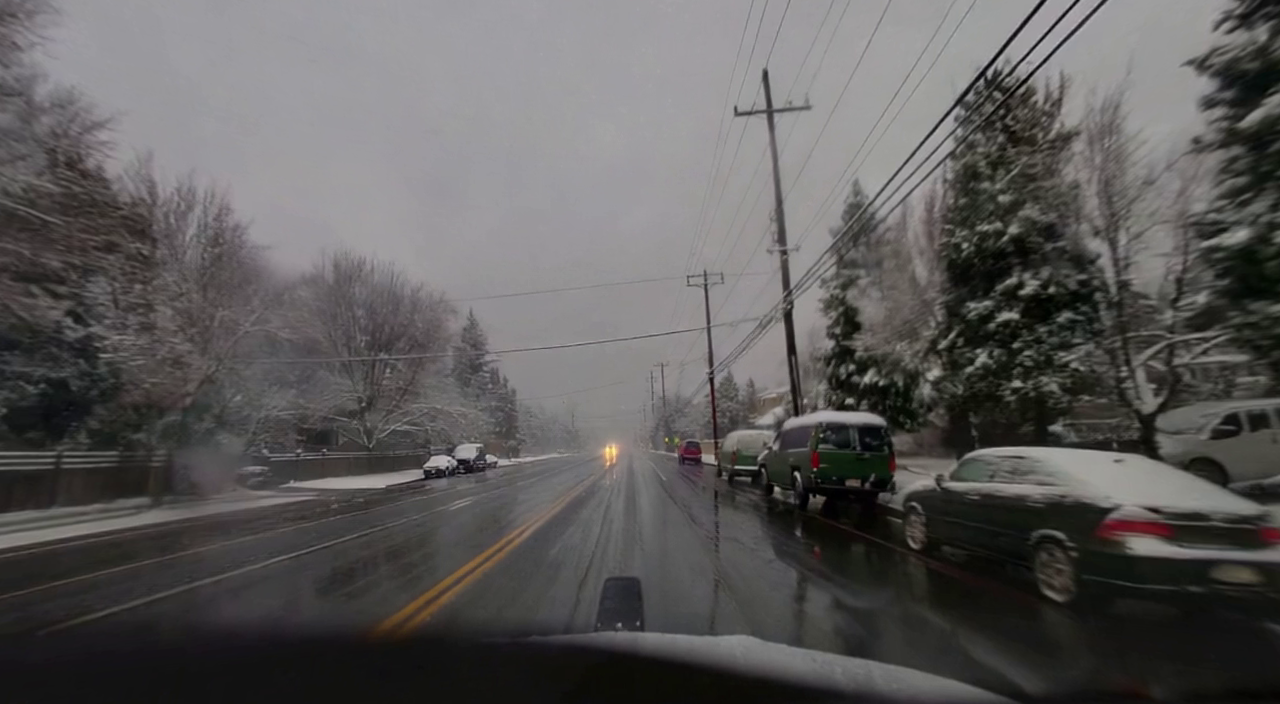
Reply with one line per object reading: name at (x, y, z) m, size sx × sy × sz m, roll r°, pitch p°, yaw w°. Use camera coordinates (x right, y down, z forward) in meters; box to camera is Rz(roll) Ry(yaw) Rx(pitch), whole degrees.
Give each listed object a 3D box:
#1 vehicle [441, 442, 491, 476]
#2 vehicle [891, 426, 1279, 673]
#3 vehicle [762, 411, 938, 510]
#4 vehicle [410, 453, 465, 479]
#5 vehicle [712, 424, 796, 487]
vehicle at (-13.364, 8.218, 48.960) m, size 2.331 × 2.265 × 5.888 m, roll -2°, pitch -7°, yaw -2°
vehicle at (4.430, 1.559, 6.201) m, size 1.989 × 1.509 × 4.418 m, roll 0°, pitch -9°, yaw -2°
vehicle at (5.278, 2.850, 17.046) m, size 2.335 × 2.193 × 5.656 m, roll 1°, pitch -9°, yaw -5°
vehicle at (-13.406, 7.548, 42.109) m, size 2.041 × 1.573 × 4.575 m, roll 0°, pitch -9°, yaw 1°
vehicle at (4.515, 4.261, 26.340) m, size 2.578 × 2.248 × 7.011 m, roll -1°, pitch -9°, yaw 3°
